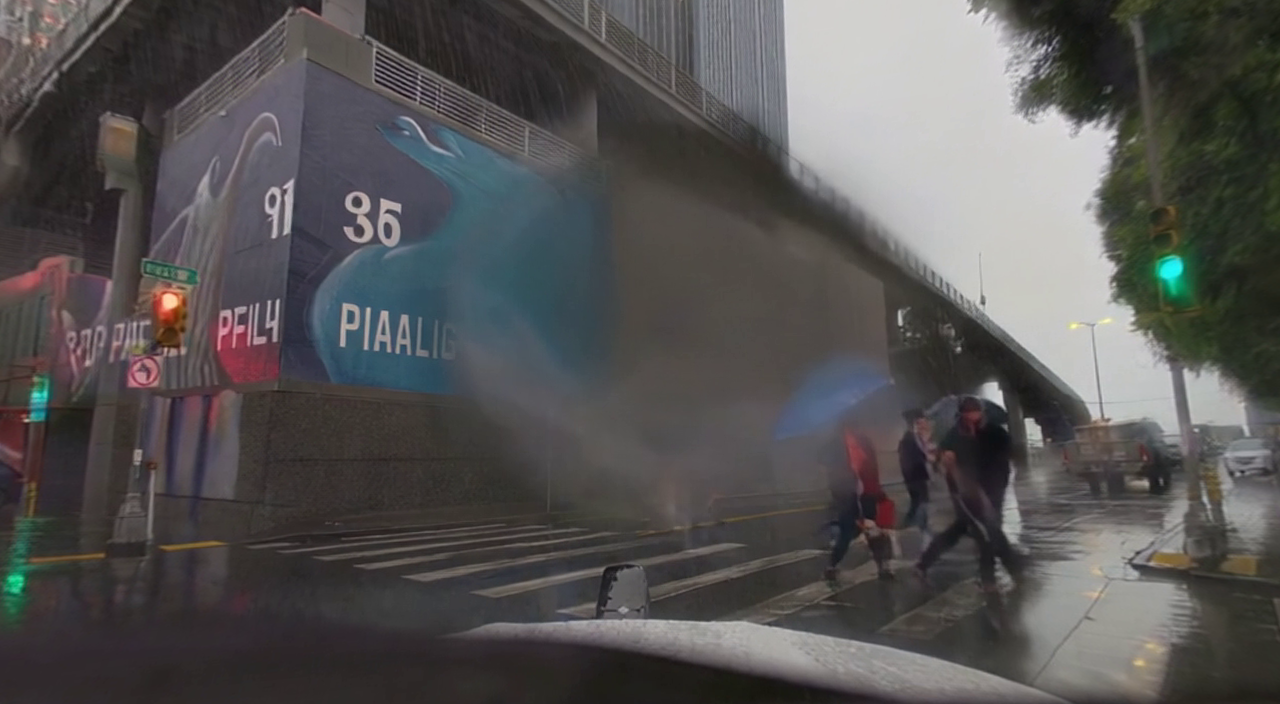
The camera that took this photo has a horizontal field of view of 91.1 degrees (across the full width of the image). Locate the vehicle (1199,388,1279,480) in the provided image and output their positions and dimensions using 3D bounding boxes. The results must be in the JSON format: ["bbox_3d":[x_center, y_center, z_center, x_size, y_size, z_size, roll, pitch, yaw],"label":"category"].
[{"bbox_3d":[32.640,4.418,33.366,12.015,4.103,2.920,8,-12,-43],"label":"vehicle"}]

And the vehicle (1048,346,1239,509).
[{"bbox_3d":[15.761,2.388,19.284,9.347,3.893,2.849,7,-11,-42],"label":"vehicle"}]
